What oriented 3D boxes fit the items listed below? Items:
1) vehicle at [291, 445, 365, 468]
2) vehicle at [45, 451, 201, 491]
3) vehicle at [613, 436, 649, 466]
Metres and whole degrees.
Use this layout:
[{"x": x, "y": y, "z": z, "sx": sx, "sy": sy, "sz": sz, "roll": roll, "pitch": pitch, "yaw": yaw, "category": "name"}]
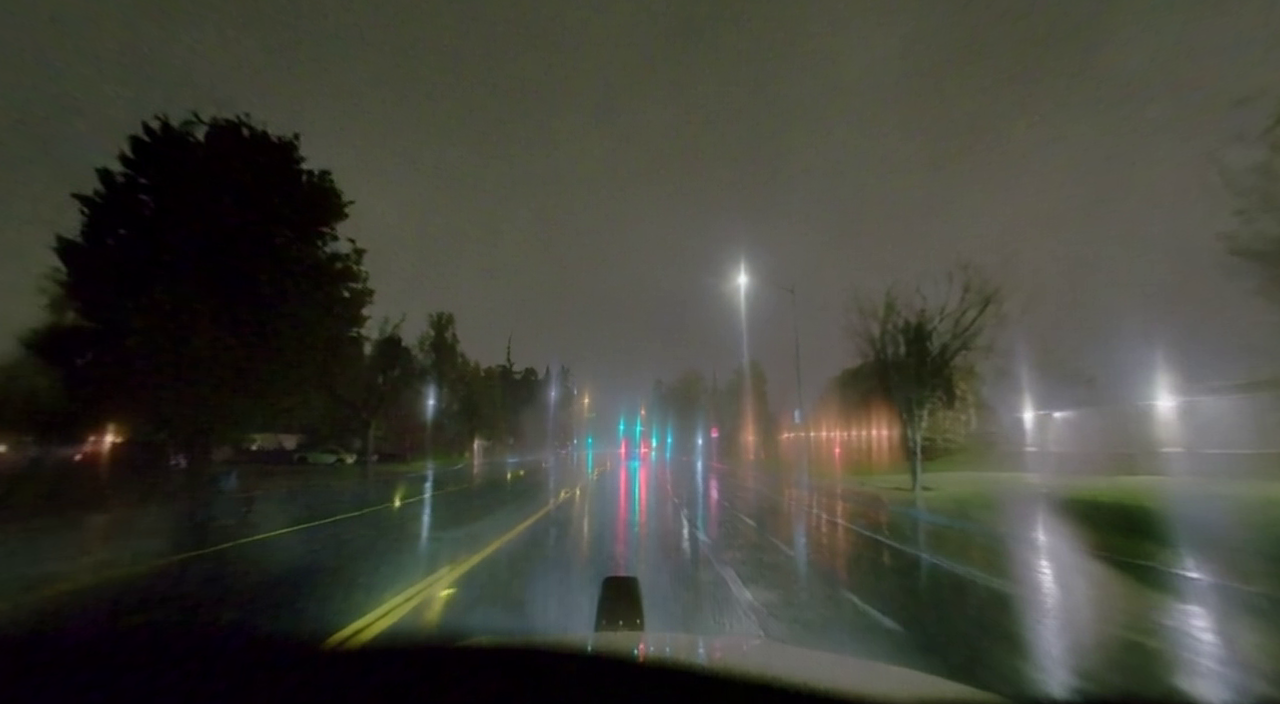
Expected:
[{"x": -22.279, "y": 7.490, "z": 45.247, "sx": 4.241, "sy": 1.601, "sz": 1.970, "roll": 0, "pitch": -8, "yaw": 1, "category": "vehicle"}, {"x": -19.970, "y": 4.600, "z": 24.552, "sx": 4.232, "sy": 1.458, "sz": 2.010, "roll": 0, "pitch": -8, "yaw": -2, "category": "vehicle"}, {"x": -0.593, "y": 6.432, "z": 40.997, "sx": 2.230, "sy": 1.827, "sz": 4.298, "roll": 0, "pitch": -8, "yaw": -1, "category": "vehicle"}]
